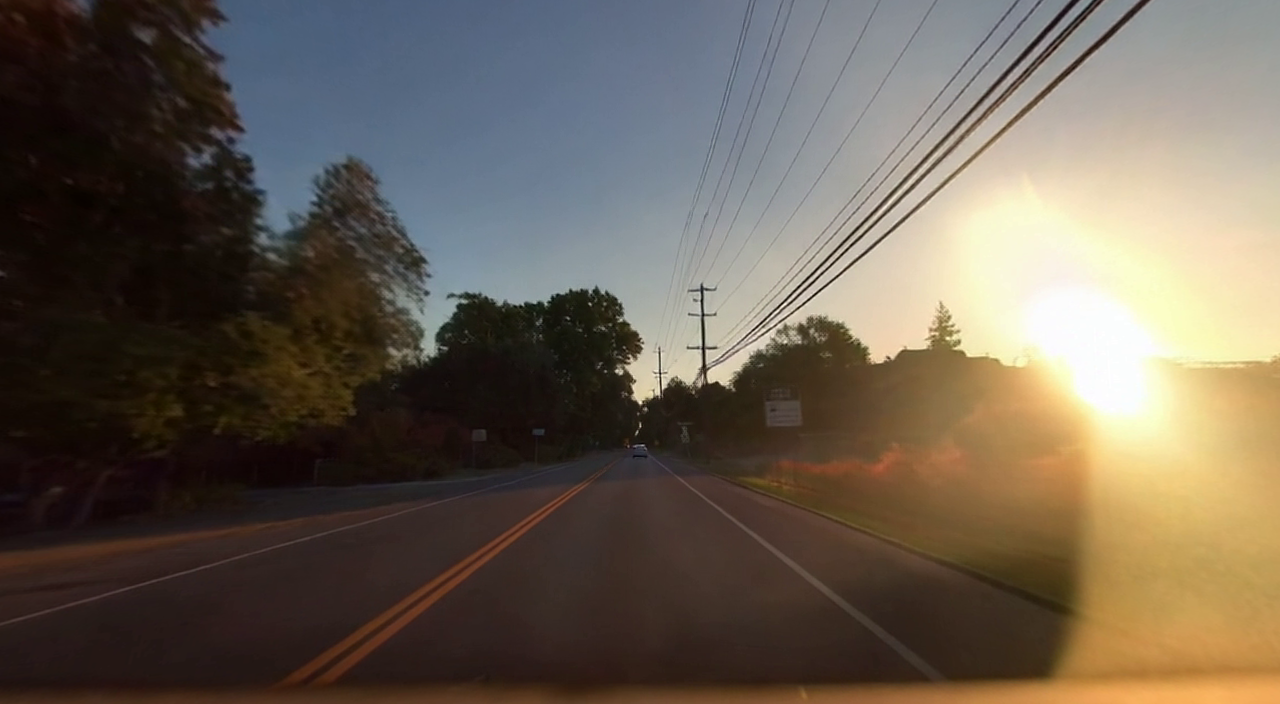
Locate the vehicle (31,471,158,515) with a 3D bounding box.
[{"bbox_3d":[-28.406,7.335,32.897,4.729,1.830,2.178,-4,-9,3],"label":"vehicle"}]
